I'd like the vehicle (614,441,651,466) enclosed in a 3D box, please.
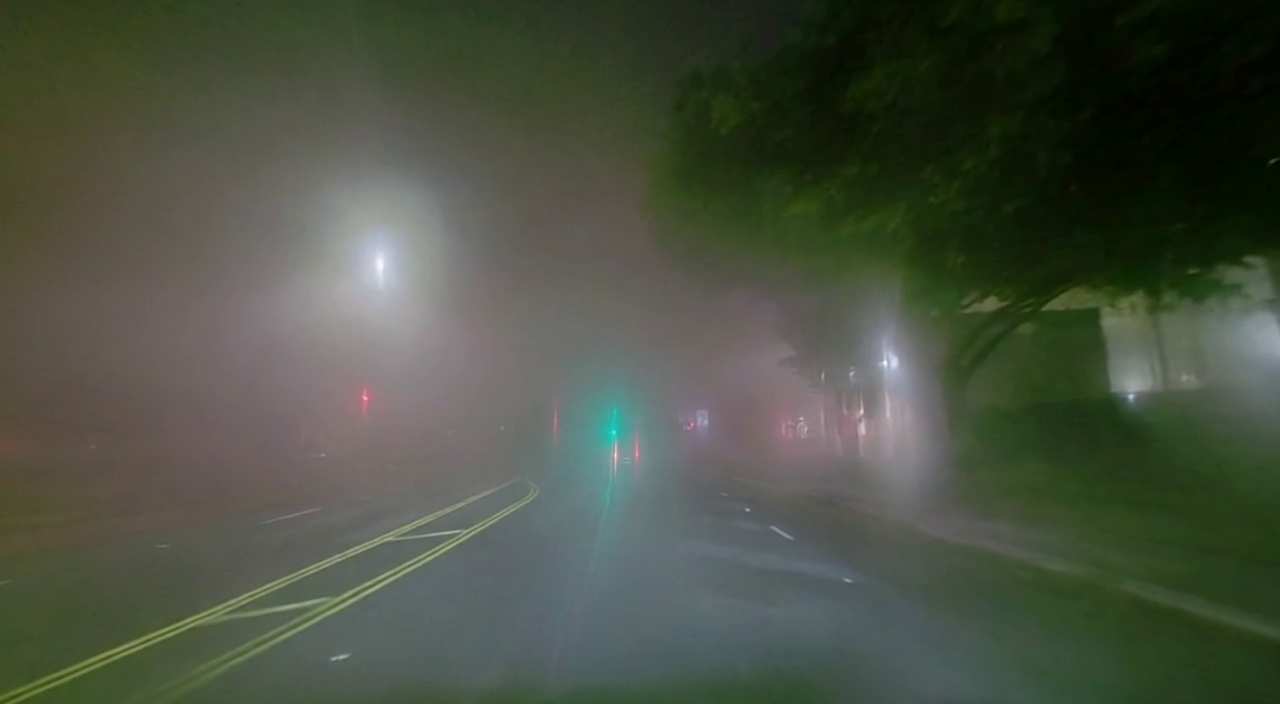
[{"bbox_3d":[-0.535,6.169,38.638,2.131,1.474,4.146,0,-8,-2],"label":"vehicle"}]
